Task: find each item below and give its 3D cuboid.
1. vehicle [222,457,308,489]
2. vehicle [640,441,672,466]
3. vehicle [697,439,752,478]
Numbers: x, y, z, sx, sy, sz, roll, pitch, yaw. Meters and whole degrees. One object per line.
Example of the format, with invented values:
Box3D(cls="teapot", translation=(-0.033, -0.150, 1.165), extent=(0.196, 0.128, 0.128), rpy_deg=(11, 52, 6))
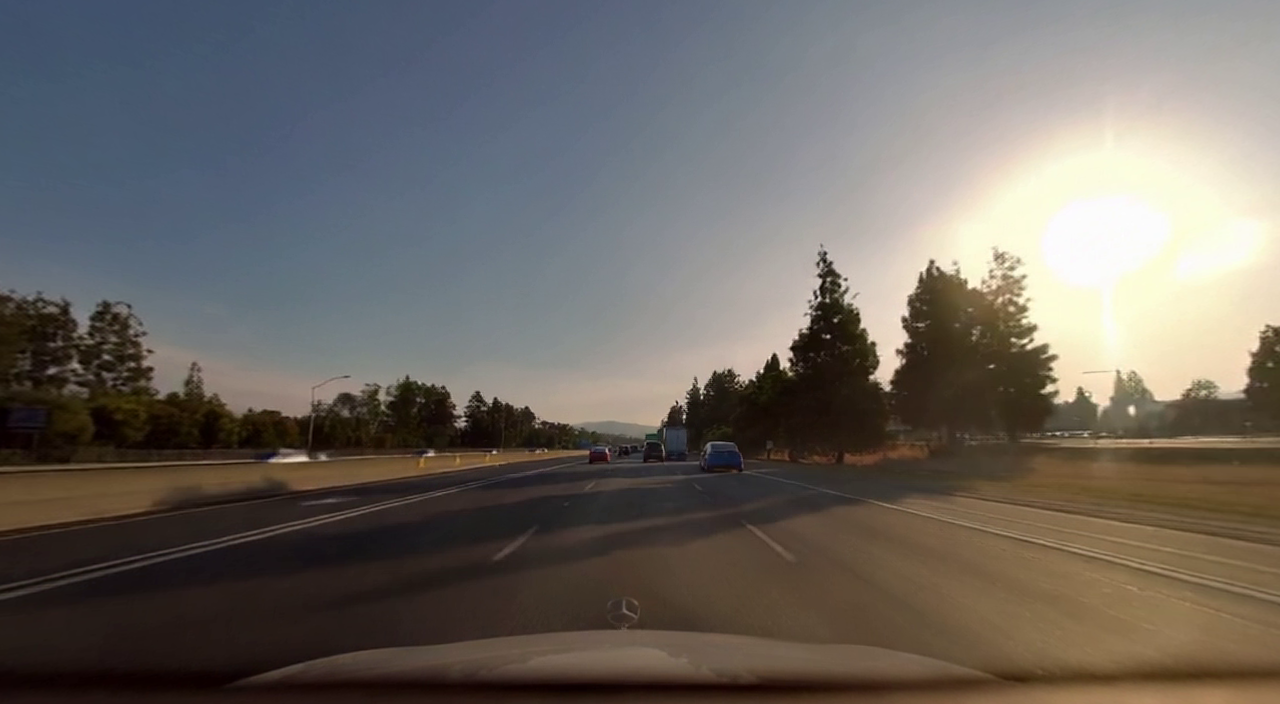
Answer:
Box3D(cls="vehicle", translation=(-21.272, 6.854, 35.943), extent=(1.970, 1.553, 4.519), rpy_deg=(0, -9, 2))
Box3D(cls="vehicle", translation=(1.155, 7.599, 47.202), extent=(2.205, 1.785, 4.423), rpy_deg=(1, -9, 0))
Box3D(cls="vehicle", translation=(4.040, 5.165, 30.729), extent=(2.082, 1.720, 4.393), rpy_deg=(1, -9, 0))
